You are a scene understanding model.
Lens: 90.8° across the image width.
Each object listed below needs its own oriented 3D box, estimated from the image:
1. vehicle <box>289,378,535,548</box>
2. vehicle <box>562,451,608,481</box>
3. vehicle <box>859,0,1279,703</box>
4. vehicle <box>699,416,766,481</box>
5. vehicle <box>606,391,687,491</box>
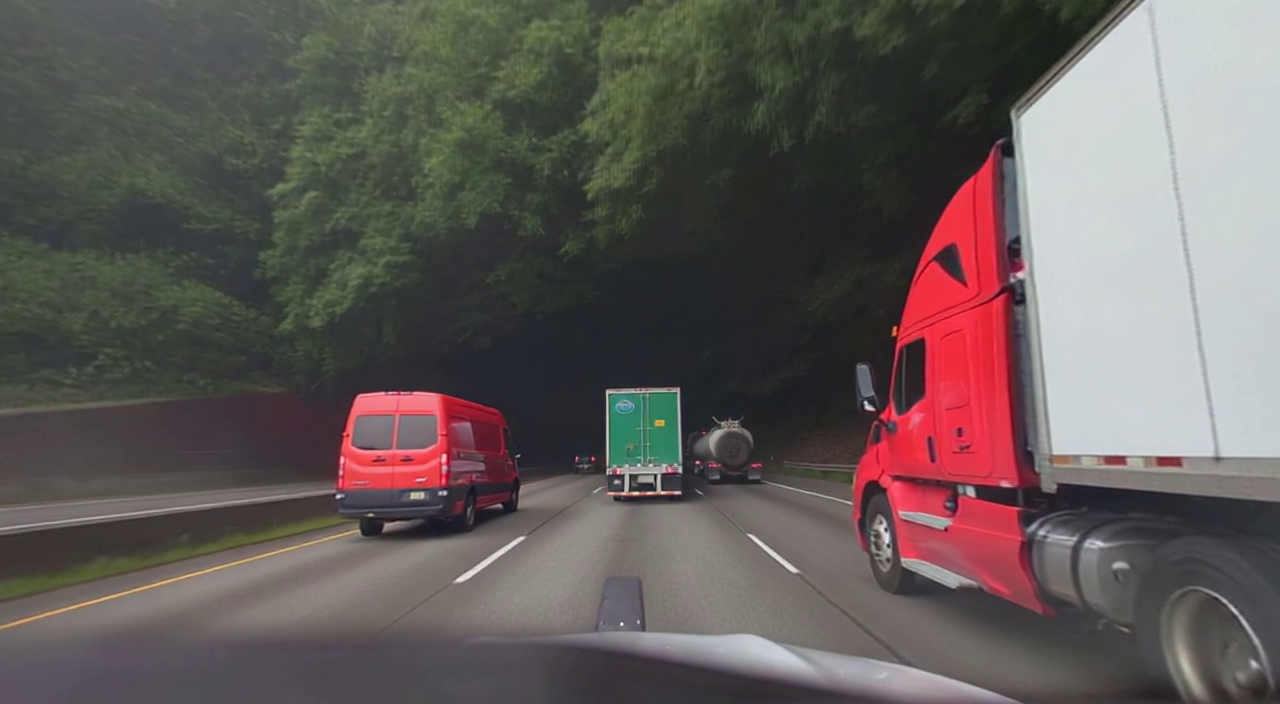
[{"bbox_3d":[-4.009,2.191,12.843,2.525,2.572,6.260,0,-9,1],"label":"vehicle"},{"bbox_3d":[-3.229,6.774,37.797,2.134,1.652,4.439,-1,-9,3],"label":"vehicle"},{"bbox_3d":[4.294,-0.439,1.655,3.139,4.152,11.915,0,-9,0],"label":"vehicle"},{"bbox_3d":[5.567,6.171,40.115,2.706,3.500,11.483,0,-9,1],"label":"vehicle"},{"bbox_3d":[0.119,3.831,26.459,2.773,3.455,9.118,0,-10,-1],"label":"vehicle"}]
